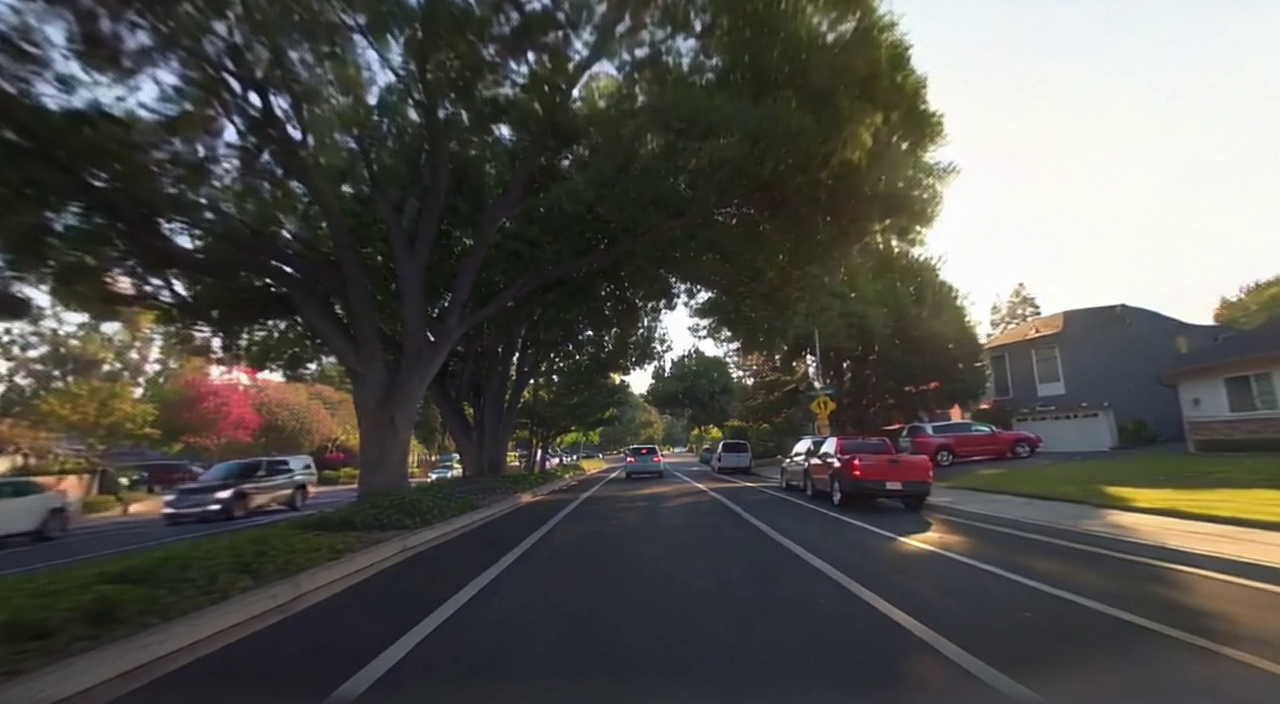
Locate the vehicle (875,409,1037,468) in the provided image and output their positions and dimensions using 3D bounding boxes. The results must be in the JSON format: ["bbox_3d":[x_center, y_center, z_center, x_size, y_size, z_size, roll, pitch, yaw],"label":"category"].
[{"bbox_3d":[11.928,3.356,24.180,4.919,1.886,2.086,-4,-10,2],"label":"vehicle"}]

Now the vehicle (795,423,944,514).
[{"bbox_3d":[5.131,2.673,14.981,2.045,1.776,4.851,-1,-8,5],"label":"vehicle"}]

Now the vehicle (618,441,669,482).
[{"bbox_3d":[0.192,4.800,27.979,2.106,1.655,3.717,0,-8,1],"label":"vehicle"}]

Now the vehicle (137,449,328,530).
[{"bbox_3d":[-10.303,3.454,16.503,2.028,1.759,4.360,0,-8,0],"label":"vehicle"}]
